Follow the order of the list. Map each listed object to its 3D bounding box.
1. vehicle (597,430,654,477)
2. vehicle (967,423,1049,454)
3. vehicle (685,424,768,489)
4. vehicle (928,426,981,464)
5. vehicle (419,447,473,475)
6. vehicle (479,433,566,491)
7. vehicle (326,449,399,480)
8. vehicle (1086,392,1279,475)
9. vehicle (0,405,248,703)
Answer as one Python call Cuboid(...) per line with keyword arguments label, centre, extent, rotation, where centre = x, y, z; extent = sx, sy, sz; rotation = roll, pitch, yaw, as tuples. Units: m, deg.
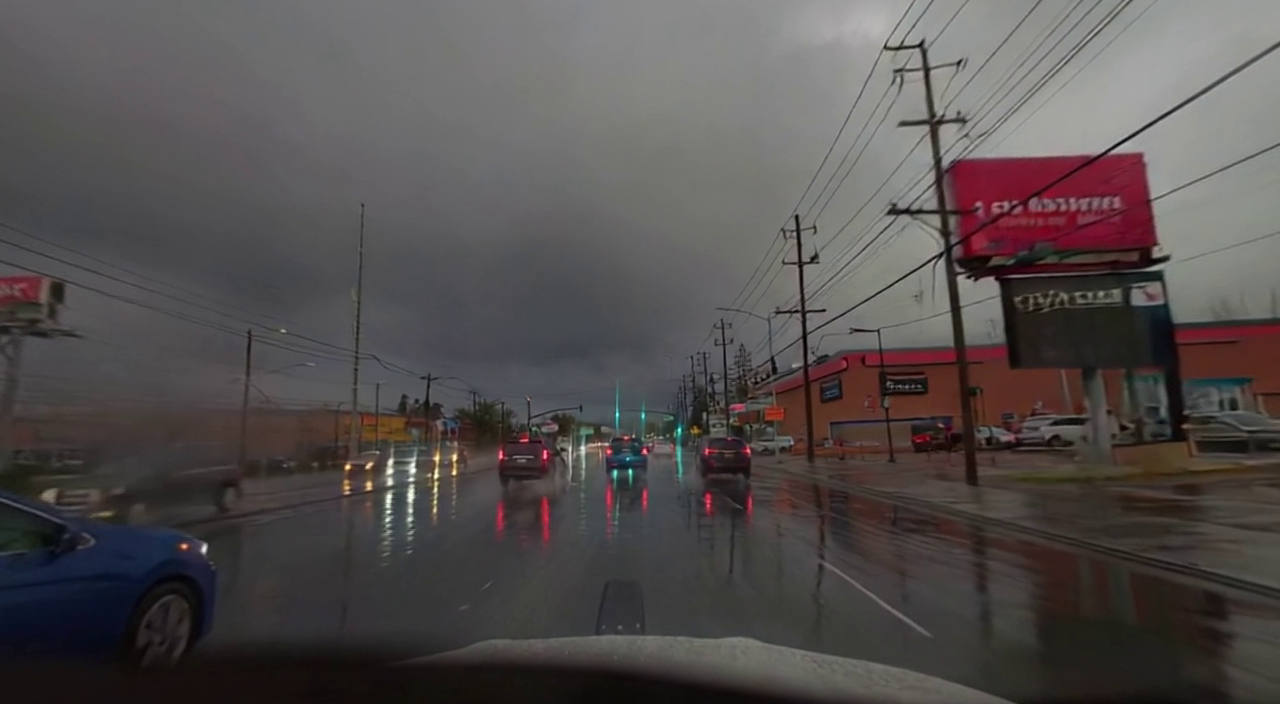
Cuboid(label="vehicle", centre=(-0.639, 4.522, 28.307), extent=(2.326, 1.925, 4.253), rotation=(0, -8, -1))
Cuboid(label="vehicle", centre=(19.439, 4.633, 33.598), extent=(1.883, 1.499, 4.403), rotation=(-1, -8, 4))
Cuboid(label="vehicle", centre=(2.757, 3.447, 21.108), extent=(2.026, 1.904, 4.102), rotation=(0, -8, -2))
Cuboid(label="vehicle", centre=(14.941, 4.392, 29.861), extent=(1.990, 1.597, 4.475), rotation=(-5, -9, 28))
Cuboid(label="vehicle", centre=(-11.499, 6.460, 37.777), extent=(1.862, 1.510, 4.381), rotation=(0, -8, 0))
Cuboid(label="vehicle", centre=(-3.654, 3.503, 20.412), extent=(2.051, 1.671, 3.861), rotation=(0, -8, 0))
Cuboid(label="vehicle", centre=(-15.089, 6.109, 34.633), extent=(1.986, 1.553, 4.640), rotation=(0, -8, -1))
Cuboid(label="vehicle", centre=(16.176, 2.381, 18.269), extent=(2.409, 1.981, 5.809), rotation=(-2, -8, 2))
Cuboid(label="vehicle", centre=(-3.431, 0.848, 1.616), extent=(2.022, 1.498, 4.471), rotation=(0, -8, -1))
